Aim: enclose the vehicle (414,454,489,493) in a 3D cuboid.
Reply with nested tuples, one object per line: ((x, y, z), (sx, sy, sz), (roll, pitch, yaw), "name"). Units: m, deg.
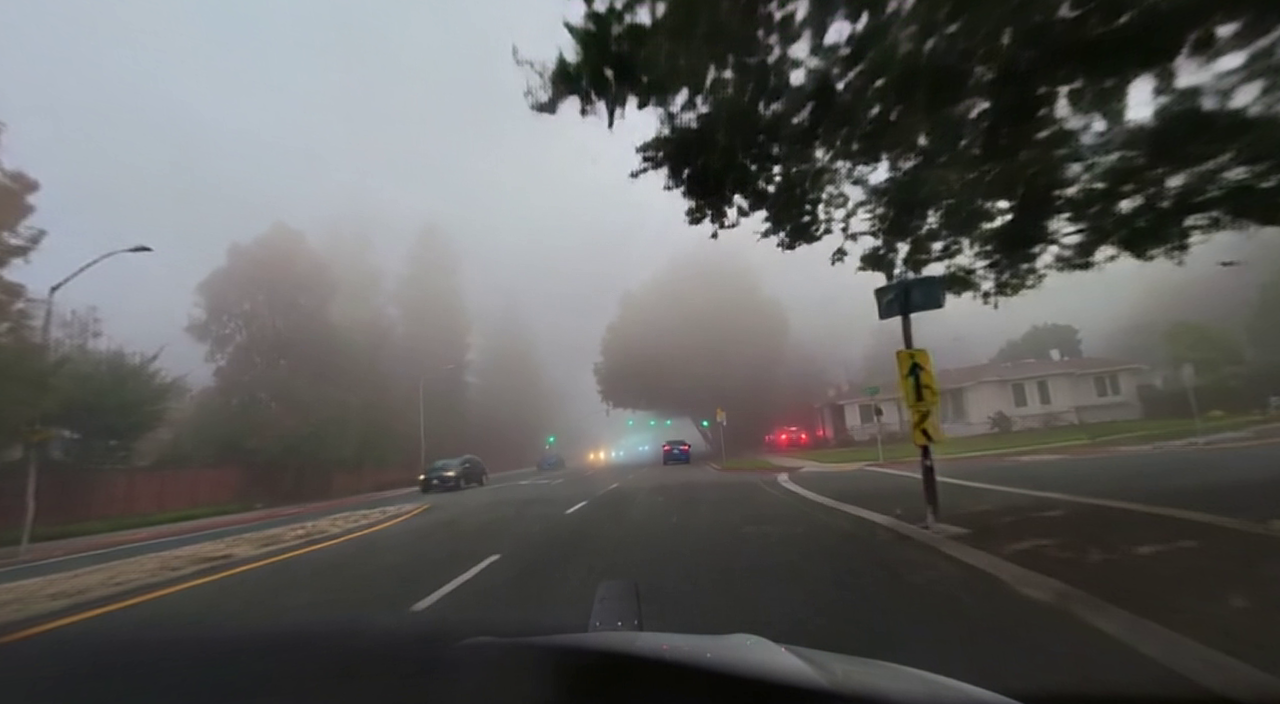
((-9.576, 6.188, 32.398), (2.014, 1.734, 4.482), (-2, -8, 7), "vehicle")

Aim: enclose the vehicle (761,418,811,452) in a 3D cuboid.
((10.643, 6.183, 46.463), (2.531, 2.263, 6.802), (-1, -8, 4), "vehicle")

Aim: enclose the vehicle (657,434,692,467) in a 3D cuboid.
((2.250, 6.295, 40.357), (2.059, 1.908, 4.714), (-1, -8, 5), "vehicle")
